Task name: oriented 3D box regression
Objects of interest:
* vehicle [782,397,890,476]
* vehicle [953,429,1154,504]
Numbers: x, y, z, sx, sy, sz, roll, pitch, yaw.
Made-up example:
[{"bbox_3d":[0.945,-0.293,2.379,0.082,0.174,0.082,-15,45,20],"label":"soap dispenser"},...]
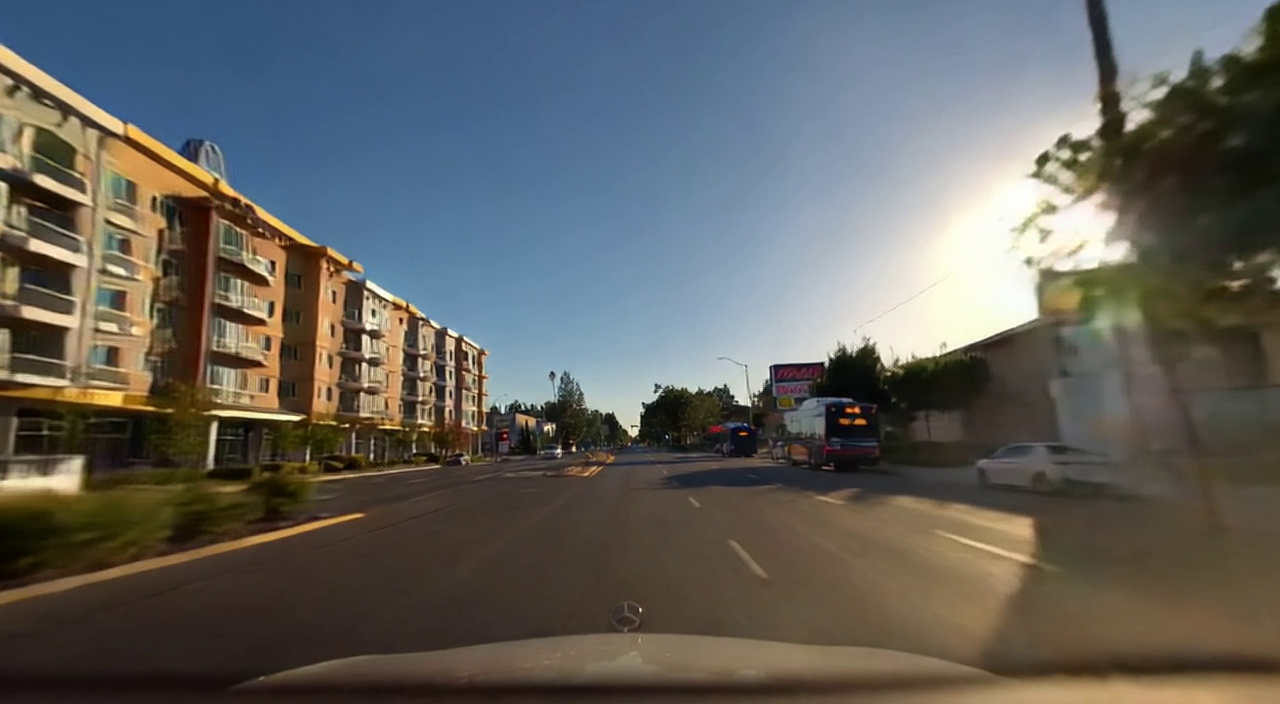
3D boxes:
[{"bbox_3d":[9.902,4.439,33.000,2.897,3.584,7.857,0,-8,-2],"label":"vehicle"},{"bbox_3d":[10.255,2.857,16.204,2.085,1.630,4.403,0,-8,-1],"label":"vehicle"}]
